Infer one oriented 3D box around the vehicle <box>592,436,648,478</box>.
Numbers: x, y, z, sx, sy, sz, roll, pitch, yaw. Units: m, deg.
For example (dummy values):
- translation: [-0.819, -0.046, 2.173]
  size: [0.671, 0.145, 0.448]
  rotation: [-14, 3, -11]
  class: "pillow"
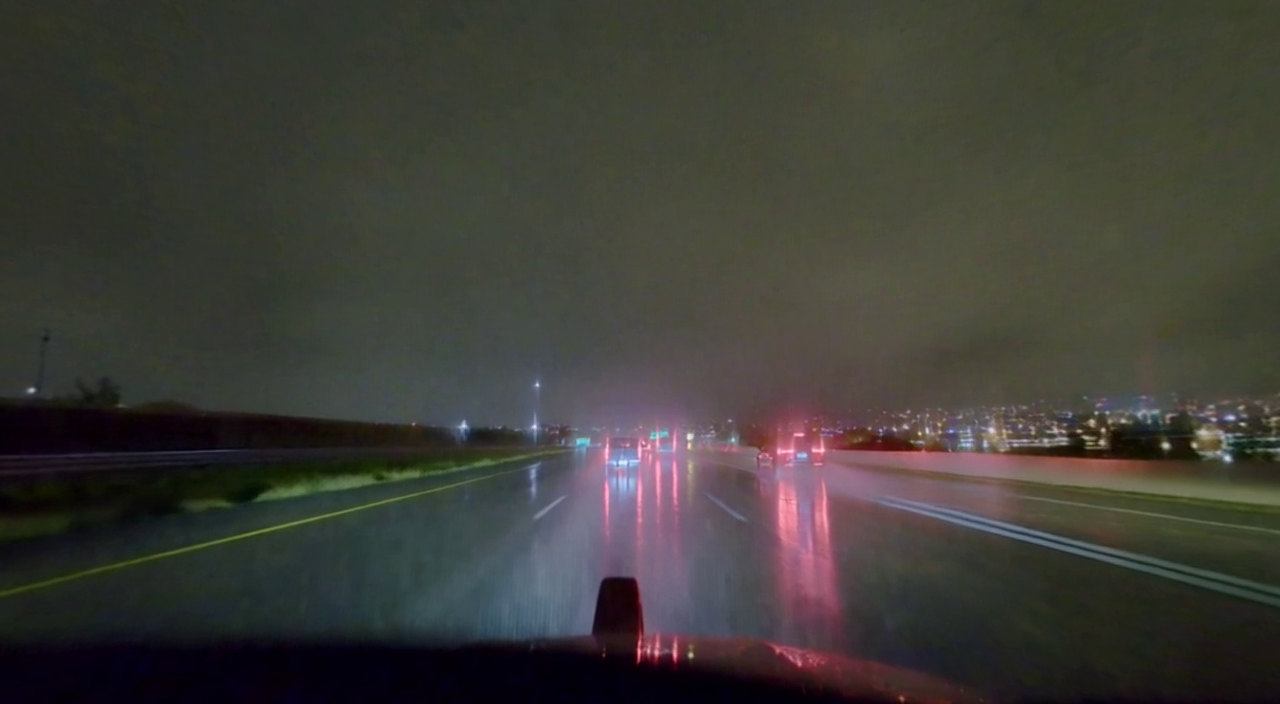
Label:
- translation: [-0.787, 4.307, 25.973]
  size: [2.147, 1.576, 3.964]
  rotation: [0, -8, -1]
  class: "vehicle"
